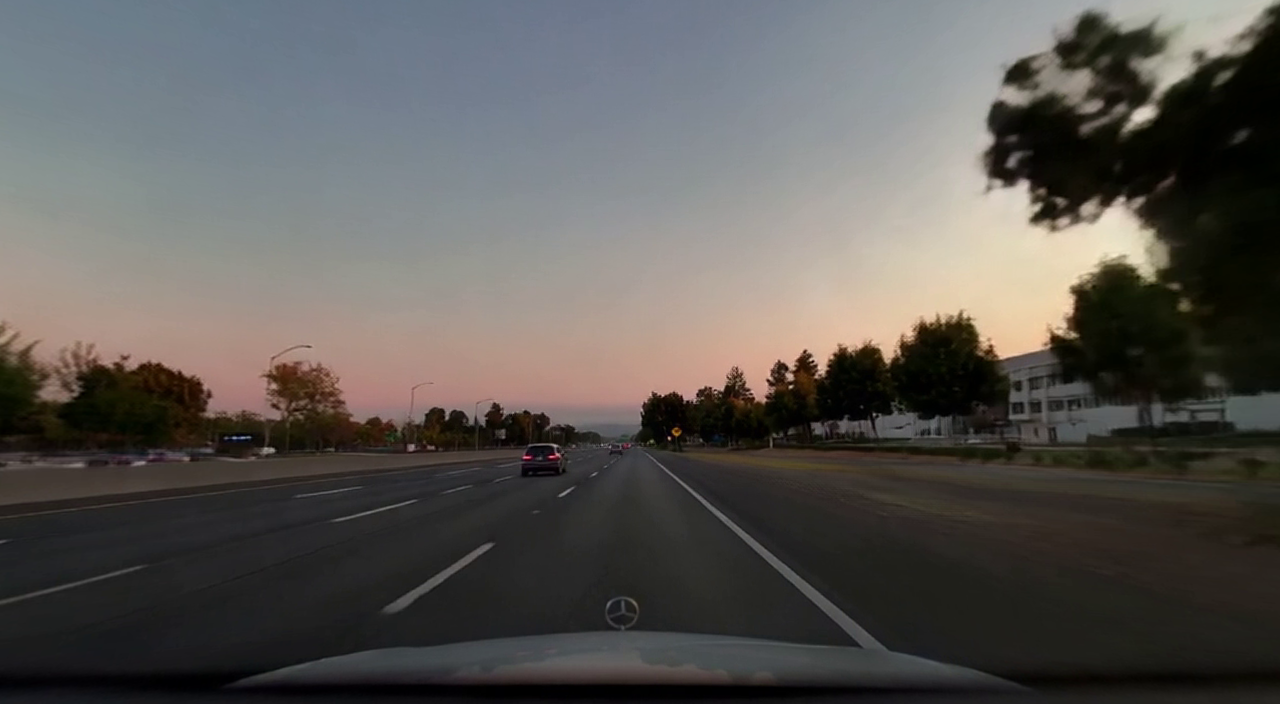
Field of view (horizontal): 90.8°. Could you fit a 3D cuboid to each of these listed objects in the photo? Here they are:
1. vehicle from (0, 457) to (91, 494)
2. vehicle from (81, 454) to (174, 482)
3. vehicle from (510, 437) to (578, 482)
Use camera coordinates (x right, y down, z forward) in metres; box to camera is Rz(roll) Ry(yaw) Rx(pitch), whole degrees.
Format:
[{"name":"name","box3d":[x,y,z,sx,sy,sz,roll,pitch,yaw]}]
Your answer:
[{"name":"vehicle","box3d":[-28.220,5.635,29.130,1.811,1.474,4.446,0,-8,0]},{"name":"vehicle","box3d":[-31.986,7.240,39.649,1.907,1.524,4.657,0,-8,1]},{"name":"vehicle","box3d":[-4.010,4.578,27.290,2.150,1.761,4.697,0,-8,1]}]
